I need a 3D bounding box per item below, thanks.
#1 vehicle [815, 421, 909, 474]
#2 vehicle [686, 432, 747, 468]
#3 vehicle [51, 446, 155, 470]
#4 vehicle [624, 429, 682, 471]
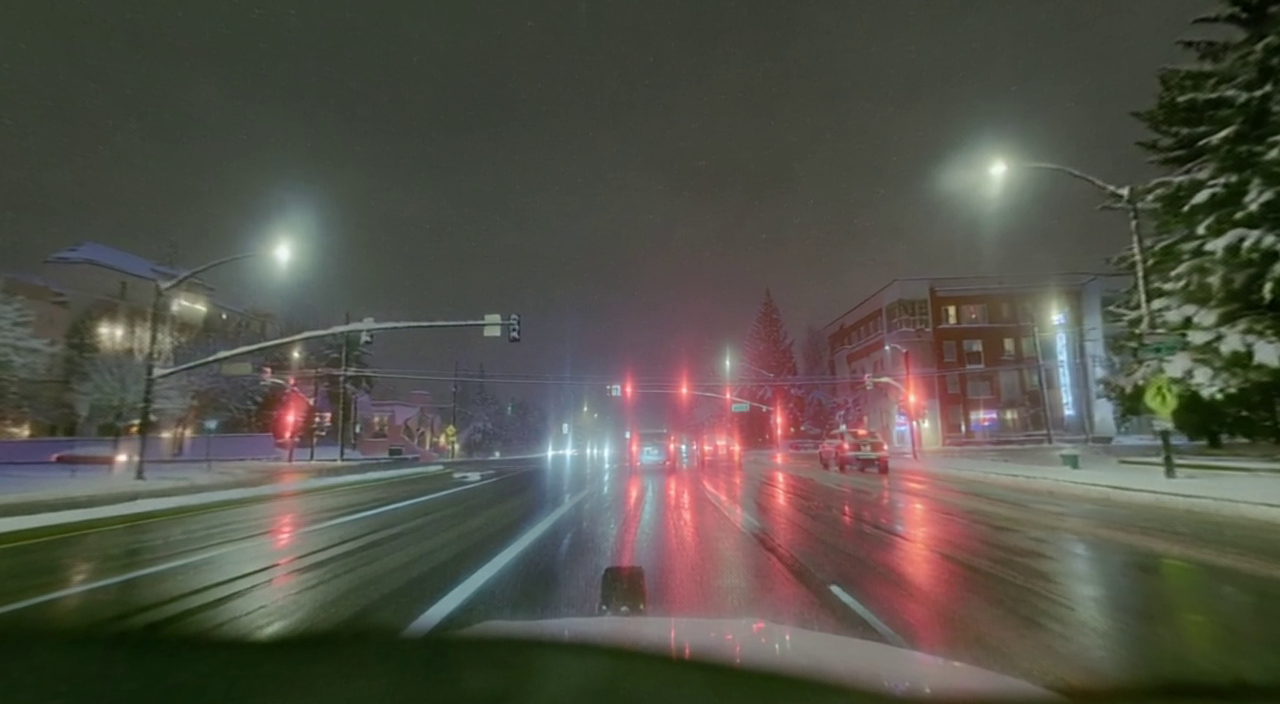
[{"bbox_3d":[8.721,3.782,25.263,2.132,1.892,4.851,-1,-8,2],"label":"vehicle"},{"bbox_3d":[3.240,4.282,27.560,1.994,1.436,4.169,0,-8,-2],"label":"vehicle"},{"bbox_3d":[-33.198,6.571,39.084,4.448,1.422,1.890,2,-9,-12],"label":"vehicle"},{"bbox_3d":[0.472,3.903,25.315,2.099,1.516,4.681,0,-8,0],"label":"vehicle"}]
